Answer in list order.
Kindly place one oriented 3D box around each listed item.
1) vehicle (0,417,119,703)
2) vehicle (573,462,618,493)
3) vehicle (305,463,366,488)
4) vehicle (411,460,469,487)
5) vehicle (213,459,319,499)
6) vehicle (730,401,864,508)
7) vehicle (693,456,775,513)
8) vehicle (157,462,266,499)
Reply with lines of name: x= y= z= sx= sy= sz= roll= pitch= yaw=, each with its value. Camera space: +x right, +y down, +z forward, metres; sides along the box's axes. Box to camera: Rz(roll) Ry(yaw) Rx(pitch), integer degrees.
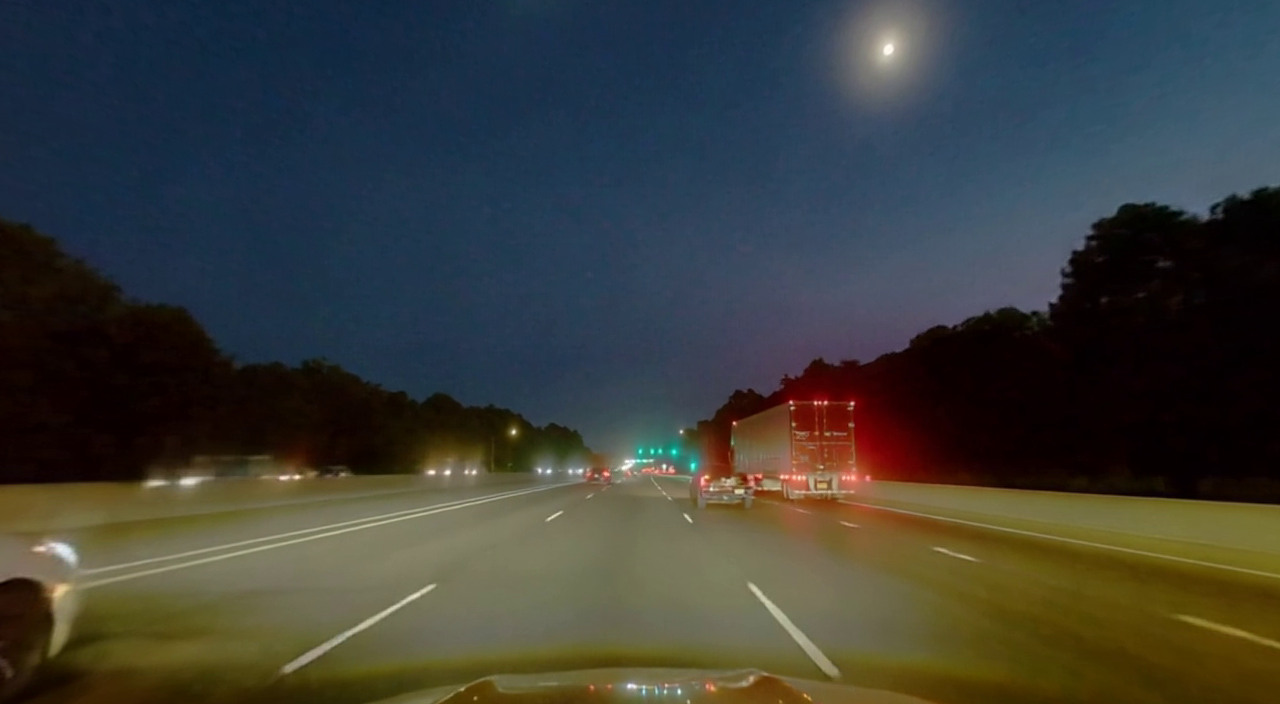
vehicle: x=-3.836 y=0.691 z=0.925 sx=2.065 sy=1.485 sz=4.682 roll=1 pitch=-10 yaw=0
vehicle: x=-2.354 y=6.819 z=34.274 sx=2.025 sy=1.547 sz=4.150 roll=1 pitch=-10 yaw=1
vehicle: x=-21.678 y=8.791 z=44.924 sx=1.882 sy=1.660 sz=4.590 roll=1 pitch=-10 yaw=1
vehicle: x=-11.978 y=7.322 z=37.981 sx=1.906 sy=1.467 sz=4.763 roll=1 pitch=-10 yaw=0
vehicle: x=-15.219 y=5.178 z=25.868 sx=1.792 sy=1.463 sz=4.065 roll=1 pitch=-10 yaw=0
vehicle: x=7.424 y=5.566 z=33.470 sx=2.883 sy=4.151 sz=17.144 roll=1 pitch=-10 yaw=0
vehicle: x=3.085 y=4.480 z=21.567 sx=2.050 sy=1.708 sz=4.457 roll=1 pitch=-10 yaw=-1
vehicle: x=-19.142 y=5.744 z=28.331 sx=1.781 sy=1.467 sz=4.335 roll=1 pitch=-10 yaw=1
